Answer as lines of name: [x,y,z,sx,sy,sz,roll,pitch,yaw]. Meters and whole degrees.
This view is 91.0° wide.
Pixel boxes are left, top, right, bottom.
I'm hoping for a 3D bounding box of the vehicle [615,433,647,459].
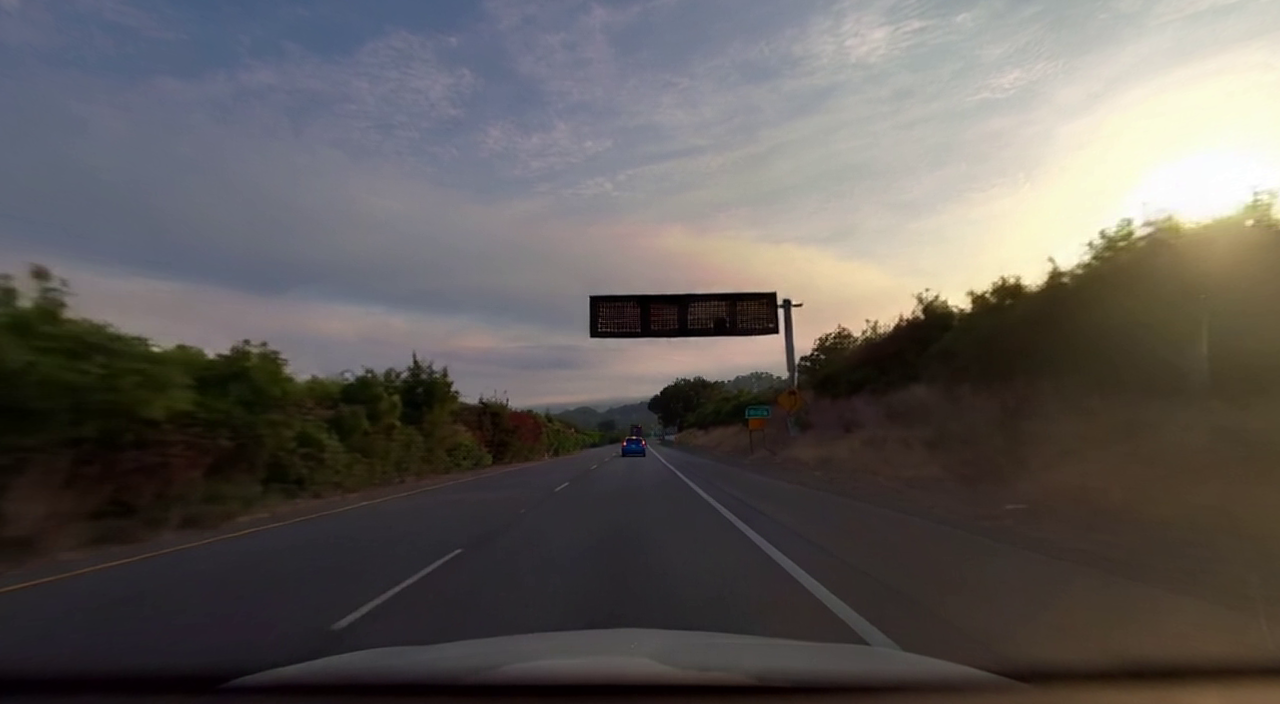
vehicle: [-0.640,6.666,44.651,2.180,1.717,4.139,0,-8,-1]
